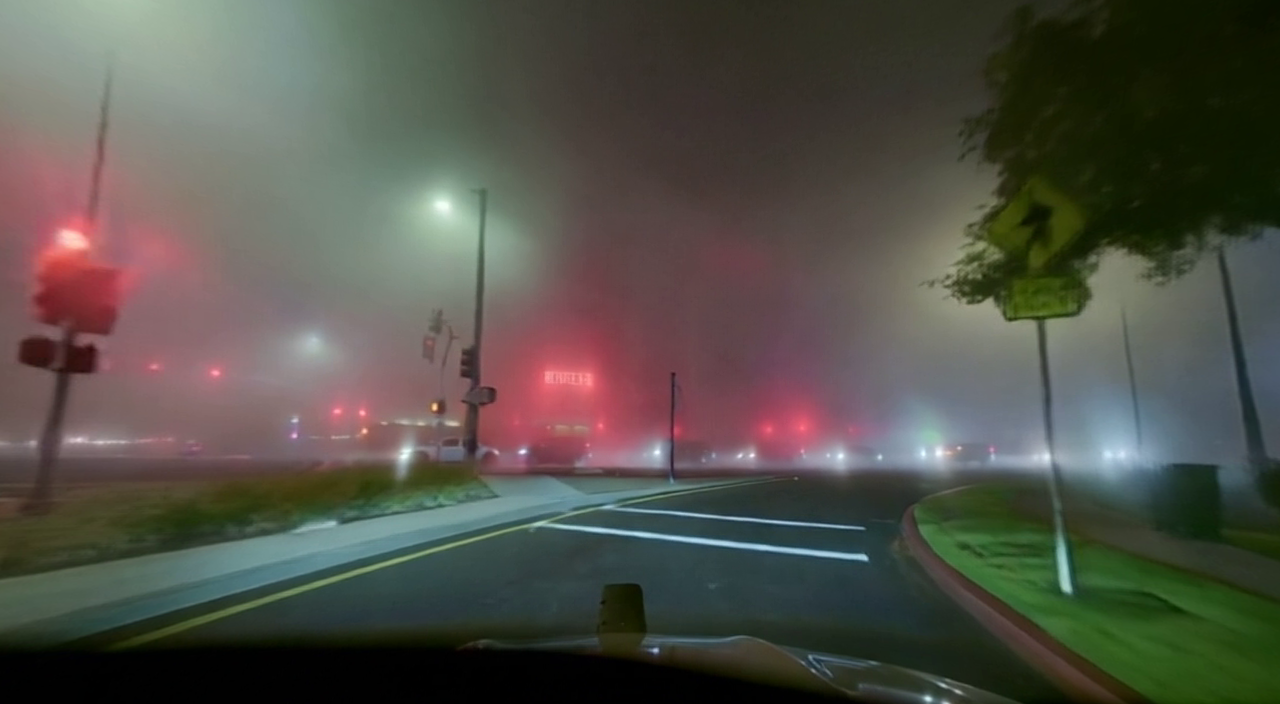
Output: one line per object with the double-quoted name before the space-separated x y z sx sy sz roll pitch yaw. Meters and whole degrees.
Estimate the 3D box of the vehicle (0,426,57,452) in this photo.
"vehicle" -43.815 6.245 44.671 1.884 1.678 4.527 3 -10 -23

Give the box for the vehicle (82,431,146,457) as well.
"vehicle" -33.969 5.967 40.680 1.977 1.584 3.983 4 -9 -23

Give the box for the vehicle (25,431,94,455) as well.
"vehicle" -37.442 5.901 40.613 1.900 1.462 4.225 4 -9 -24

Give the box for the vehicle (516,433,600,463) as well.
"vehicle" -5.025 5.845 38.336 4.713 1.664 1.909 3 -10 -24

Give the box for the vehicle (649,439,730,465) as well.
"vehicle" 3.302 6.716 41.925 5.112 1.593 1.865 5 -12 -22

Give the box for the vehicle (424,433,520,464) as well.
"vehicle" -8.941 5.158 33.439 4.648 1.501 1.862 5 -10 -23

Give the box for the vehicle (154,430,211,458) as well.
"vehicle" -30.609 6.186 42.134 2.114 1.784 4.450 4 -9 -24

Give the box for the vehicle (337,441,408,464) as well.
"vehicle" -18.585 6.974 43.653 4.389 1.502 1.794 4 -9 -23

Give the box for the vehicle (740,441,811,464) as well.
"vehicle" 9.722 7.200 44.901 4.774 1.493 1.854 5 -9 -24

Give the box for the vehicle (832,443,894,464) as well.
"vehicle" 17.117 7.792 48.174 4.291 1.474 1.857 3 -12 -24

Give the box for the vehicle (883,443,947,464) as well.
"vehicle" 20.353 7.496 46.435 4.356 1.543 1.844 4 -9 -24
